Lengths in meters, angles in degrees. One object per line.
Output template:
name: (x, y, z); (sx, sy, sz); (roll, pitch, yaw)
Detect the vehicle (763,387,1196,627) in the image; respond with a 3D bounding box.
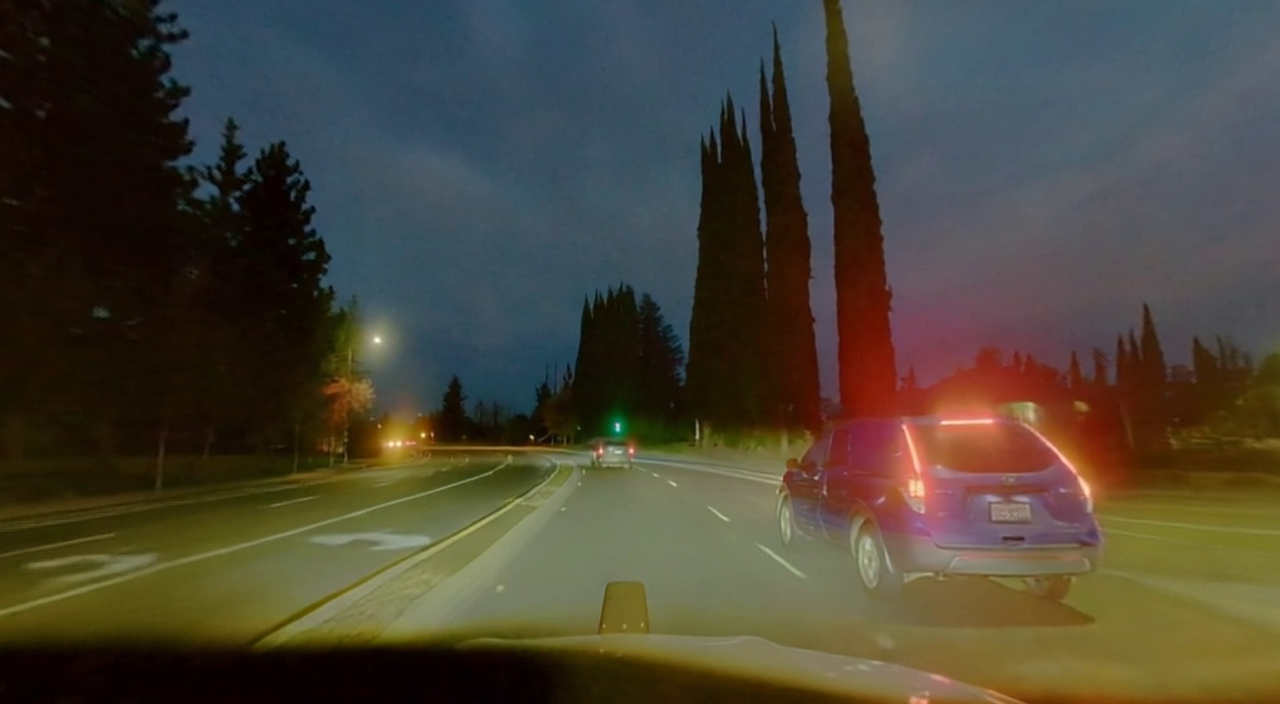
vehicle: (2.870, 1.442, 6.837); (2.024, 1.686, 4.588); (0, -9, -2)

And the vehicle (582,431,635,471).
vehicle: (-1.694, 5.011, 31.995); (2.185, 1.822, 4.583); (1, -9, -9)
